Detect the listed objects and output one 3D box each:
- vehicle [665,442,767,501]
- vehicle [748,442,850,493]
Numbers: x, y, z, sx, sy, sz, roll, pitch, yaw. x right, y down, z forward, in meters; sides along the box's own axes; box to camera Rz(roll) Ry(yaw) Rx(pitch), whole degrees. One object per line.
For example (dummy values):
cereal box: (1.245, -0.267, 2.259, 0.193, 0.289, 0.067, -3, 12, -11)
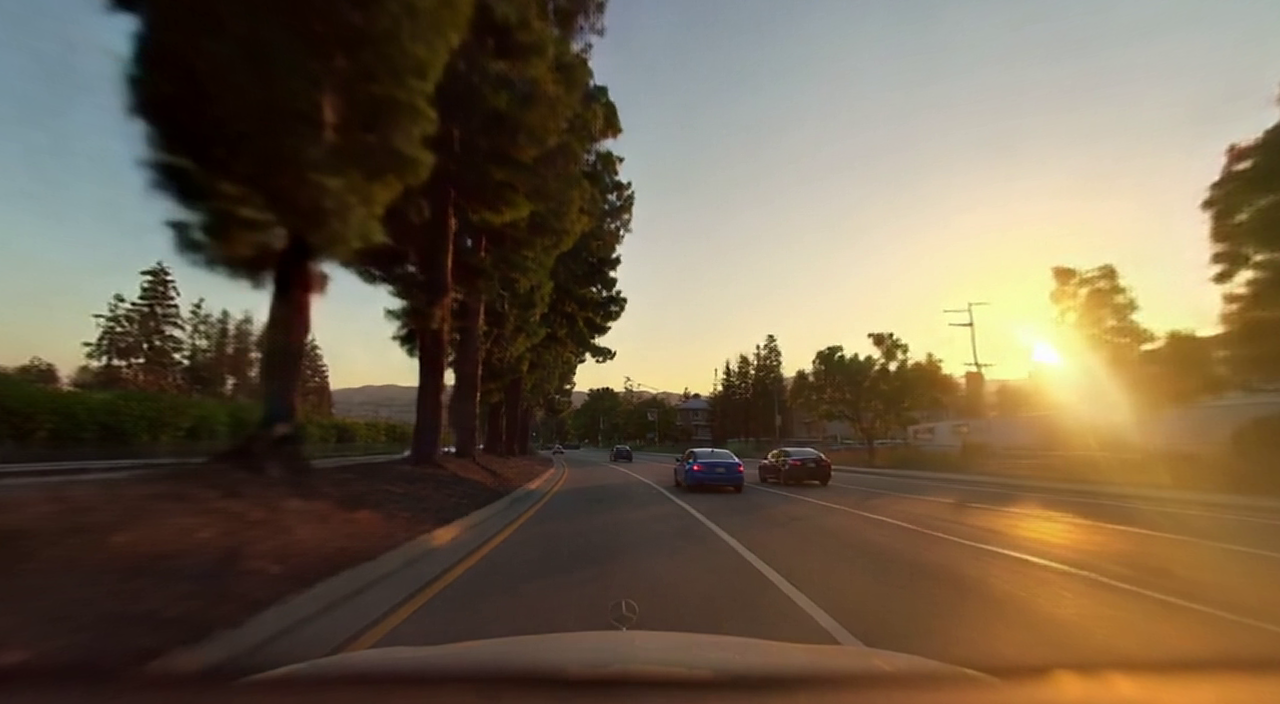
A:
vehicle: (1.999, 3.327, 17.959, 2.077, 1.464, 4.134, 1, -8, -5)
vehicle: (5.084, 3.735, 20.805, 1.901, 1.474, 4.363, 1, -9, -5)
